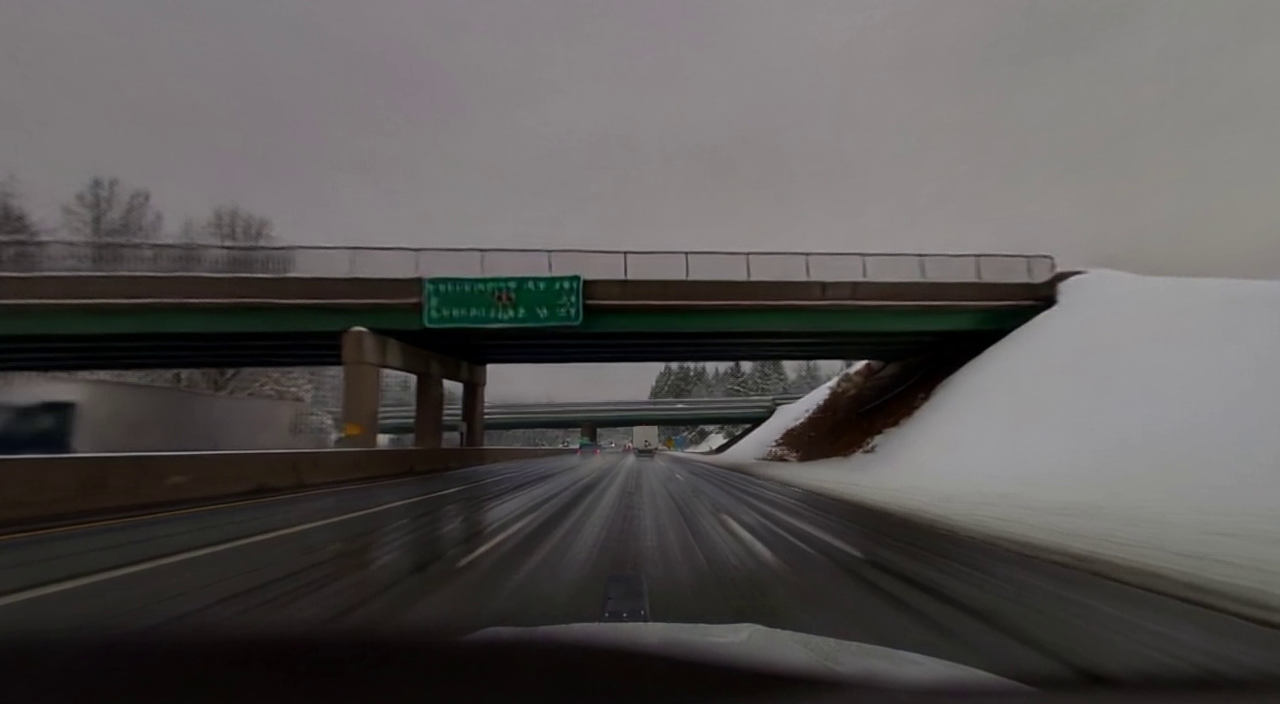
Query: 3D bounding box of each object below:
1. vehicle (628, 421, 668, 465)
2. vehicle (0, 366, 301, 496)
[{"bbox_3d":[0.515,7.076,48.578,2.790,3.075,7.414,0,-9,-1],"label":"vehicle"},{"bbox_3d":[-20.034,3.409,25.395,3.423,3.678,16.963,0,-9,0],"label":"vehicle"}]
